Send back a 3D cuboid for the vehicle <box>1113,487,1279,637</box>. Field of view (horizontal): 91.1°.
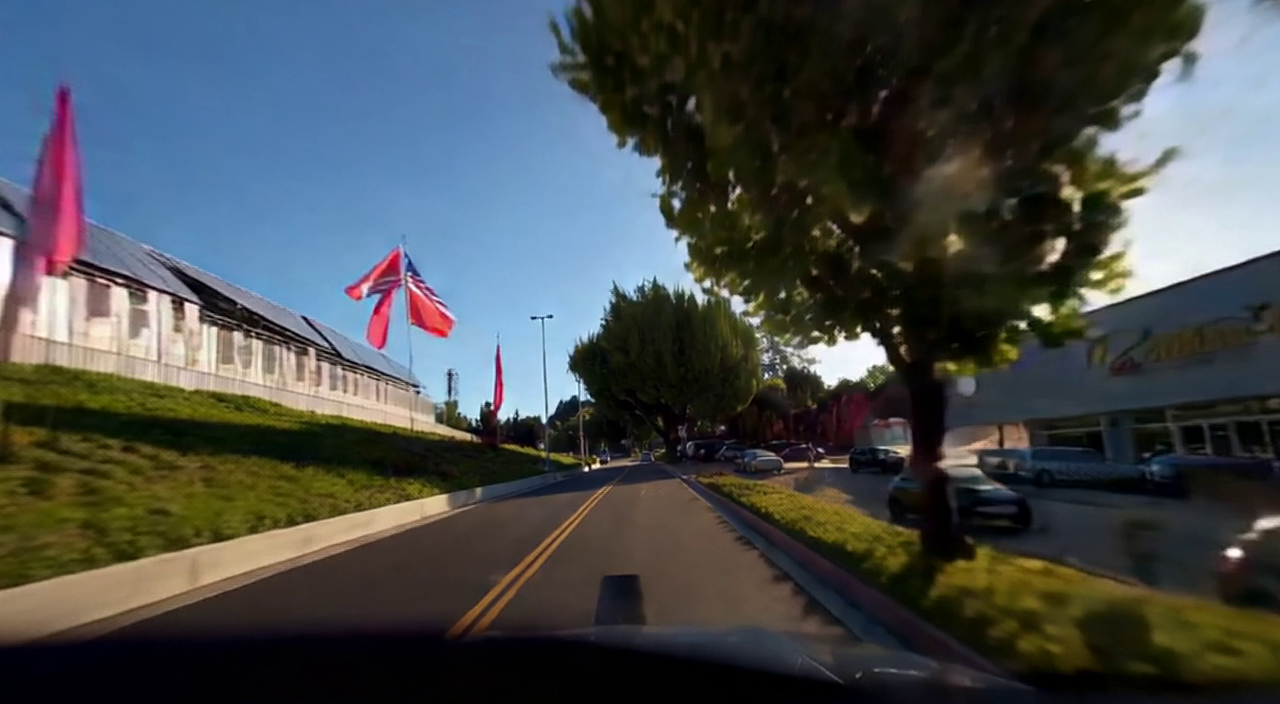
[{"bbox_3d":[8.322,2.383,7.518,3.774,1.358,1.792,-2,-8,2],"label":"vehicle"}]

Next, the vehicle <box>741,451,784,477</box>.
[{"bbox_3d":[7.735,7.100,39.992,1.909,1.496,4.079,0,-9,0],"label":"vehicle"}]

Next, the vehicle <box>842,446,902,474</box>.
[{"bbox_3d":[14.711,6.844,40.121,1.947,1.657,4.314,0,-9,-4],"label":"vehicle"}]

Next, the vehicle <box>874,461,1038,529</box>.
[{"bbox_3d":[8.109,3.657,16.574,1.981,1.471,3.636,1,-9,-10],"label":"vehicle"}]

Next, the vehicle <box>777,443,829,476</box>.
[{"bbox_3d":[10.396,6.883,40.452,2.113,1.945,4.546,-1,-9,1],"label":"vehicle"}]
